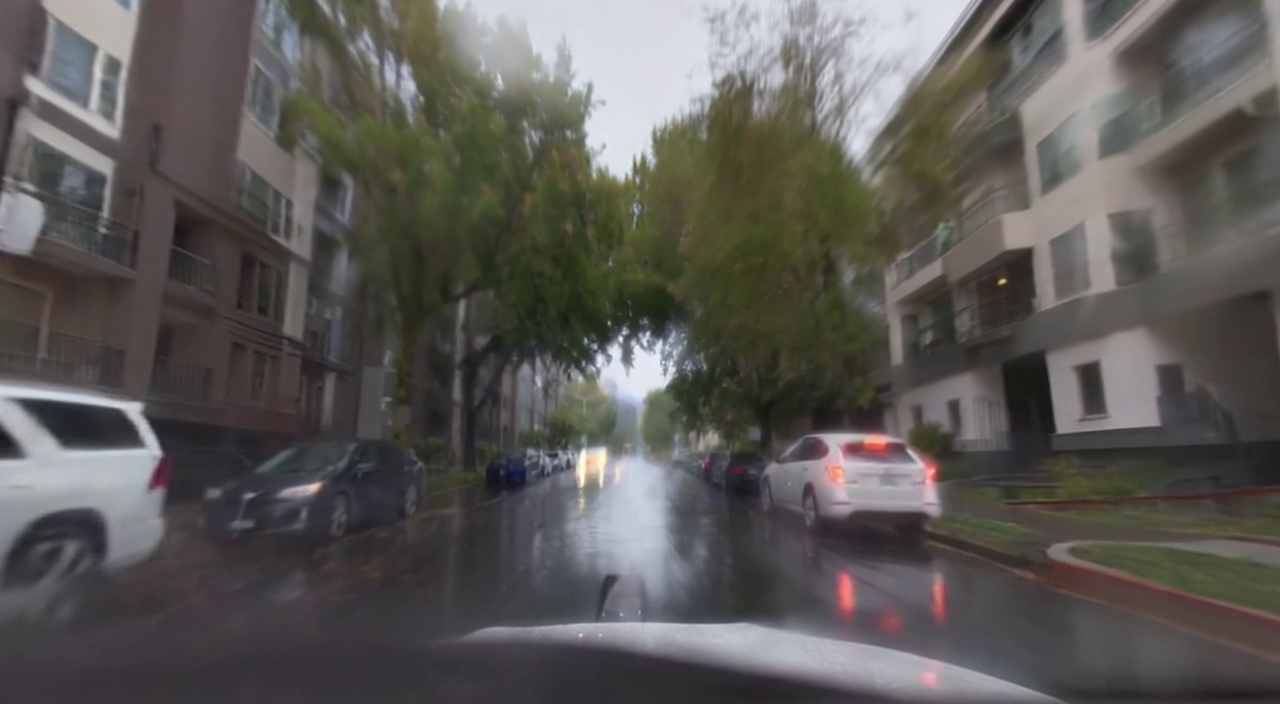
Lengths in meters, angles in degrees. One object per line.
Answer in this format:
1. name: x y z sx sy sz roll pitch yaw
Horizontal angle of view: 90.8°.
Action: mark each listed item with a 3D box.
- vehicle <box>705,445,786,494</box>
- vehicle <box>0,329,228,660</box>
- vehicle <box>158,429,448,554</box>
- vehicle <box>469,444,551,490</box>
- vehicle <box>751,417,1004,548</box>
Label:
1. vehicle: 4.016 4.537 24.969 2.187 1.699 5.038 0 -8 -2
2. vehicle: -5.513 0.853 3.439 2.596 2.152 5.689 -1 -8 1
3. vehicle: -5.606 2.387 11.735 2.122 1.722 5.662 -1 -9 2
4. vehicle: -5.368 4.809 26.906 2.222 1.735 5.215 0 -8 2
5. vehicle: 4.019 2.431 12.349 2.473 1.895 6.050 0 -10 -1
